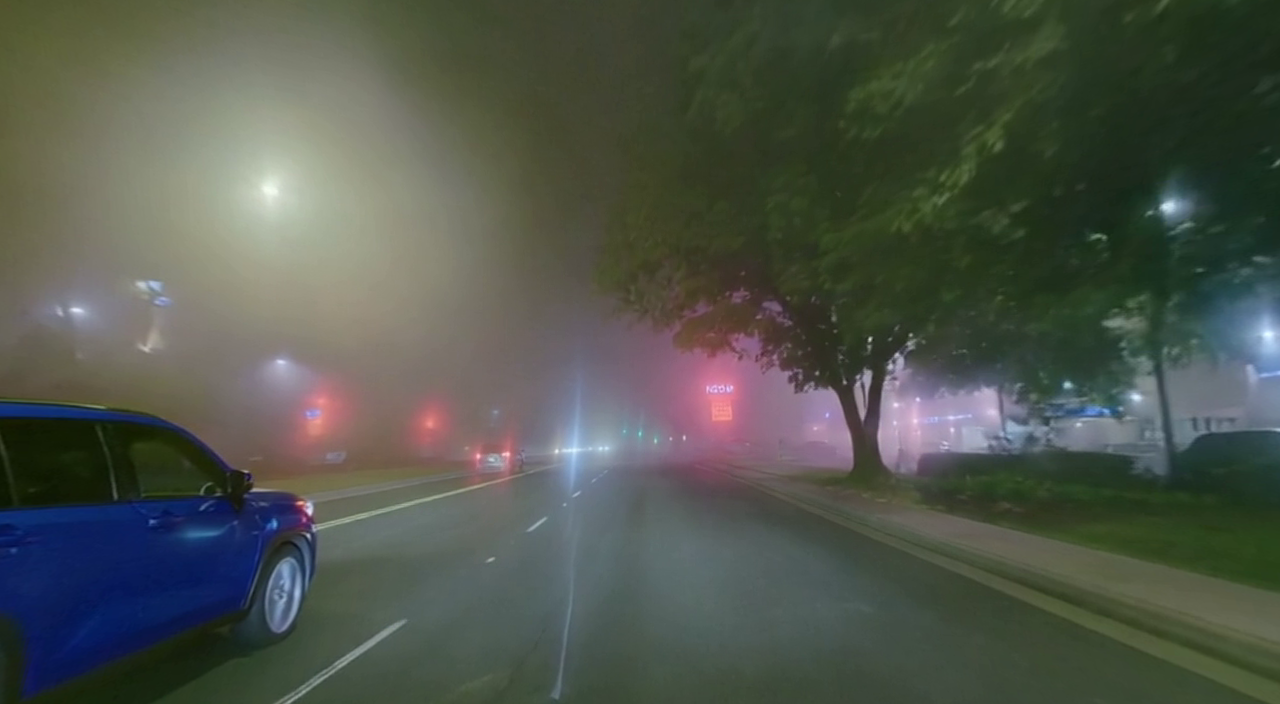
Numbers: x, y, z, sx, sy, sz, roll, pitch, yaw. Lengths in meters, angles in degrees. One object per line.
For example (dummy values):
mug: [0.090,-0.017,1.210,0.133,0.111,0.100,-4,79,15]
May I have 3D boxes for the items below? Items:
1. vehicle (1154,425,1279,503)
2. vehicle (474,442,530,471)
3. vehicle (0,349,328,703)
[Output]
vehicle: [15.391,2.594,14.862,4.806,1.664,2.050,0,-8,-3]
vehicle: [-7.380,5.612,34.128,1.990,1.483,4.410,0,-8,1]
vehicle: [-3.397,0.858,2.520,2.127,1.654,4.121,0,-8,1]
